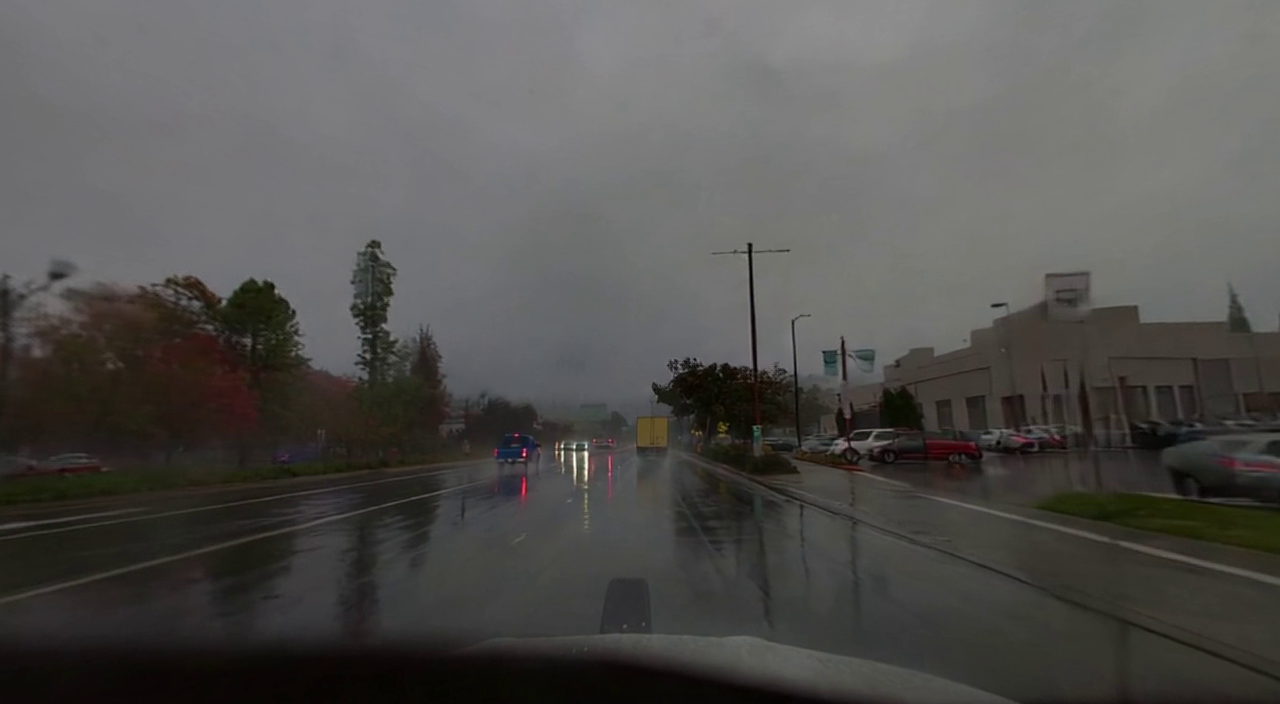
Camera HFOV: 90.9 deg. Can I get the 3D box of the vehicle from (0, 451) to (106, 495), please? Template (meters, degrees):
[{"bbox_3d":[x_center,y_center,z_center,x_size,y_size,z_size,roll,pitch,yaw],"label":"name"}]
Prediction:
[{"bbox_3d":[-26.021,5.129,27.134,1.918,1.687,4.653,0,-8,1],"label":"vehicle"}]

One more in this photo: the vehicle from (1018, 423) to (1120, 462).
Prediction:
[{"bbox_3d":[21.424,4.585,31.762,1.888,1.812,4.911,-1,-8,4],"label":"vehicle"}]

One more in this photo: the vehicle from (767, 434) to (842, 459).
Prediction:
[{"bbox_3d":[10.658,6.147,41.017,4.346,1.595,1.964,0,-9,0],"label":"vehicle"}]

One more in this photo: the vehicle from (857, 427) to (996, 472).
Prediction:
[{"bbox_3d":[11.447,3.925,25.430,4.655,1.688,1.876,0,-9,2],"label":"vehicle"}]

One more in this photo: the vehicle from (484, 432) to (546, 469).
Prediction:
[{"bbox_3d":[-6.724,5.385,34.623,2.149,1.893,5.187,0,-8,2],"label":"vehicle"}]
